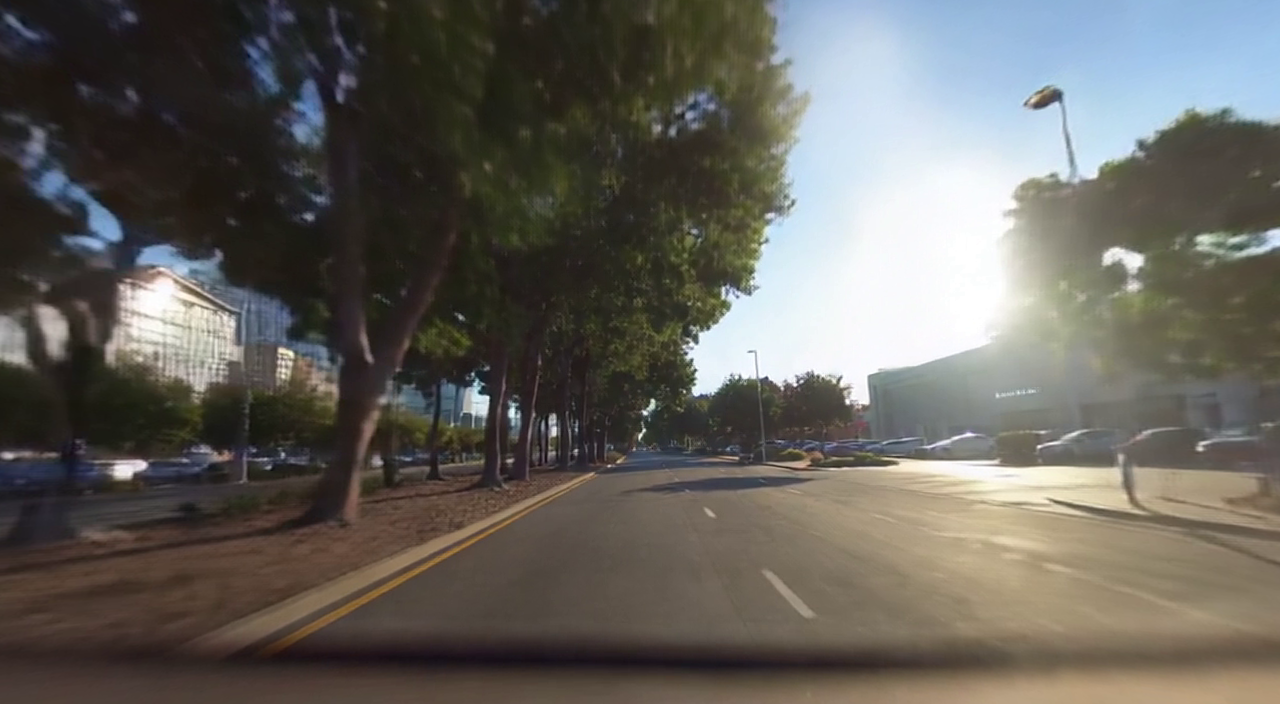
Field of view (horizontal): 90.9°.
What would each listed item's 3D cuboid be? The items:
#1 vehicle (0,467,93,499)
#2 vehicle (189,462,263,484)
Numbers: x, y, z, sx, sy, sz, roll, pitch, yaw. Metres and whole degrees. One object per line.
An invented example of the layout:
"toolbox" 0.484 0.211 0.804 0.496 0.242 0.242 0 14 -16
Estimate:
"vehicle" -31.608 6.750 32.546 4.622 1.466 1.842 4 -10 -27
"vehicle" -31.161 9.094 47.582 4.320 1.463 1.827 4 -9 -25
